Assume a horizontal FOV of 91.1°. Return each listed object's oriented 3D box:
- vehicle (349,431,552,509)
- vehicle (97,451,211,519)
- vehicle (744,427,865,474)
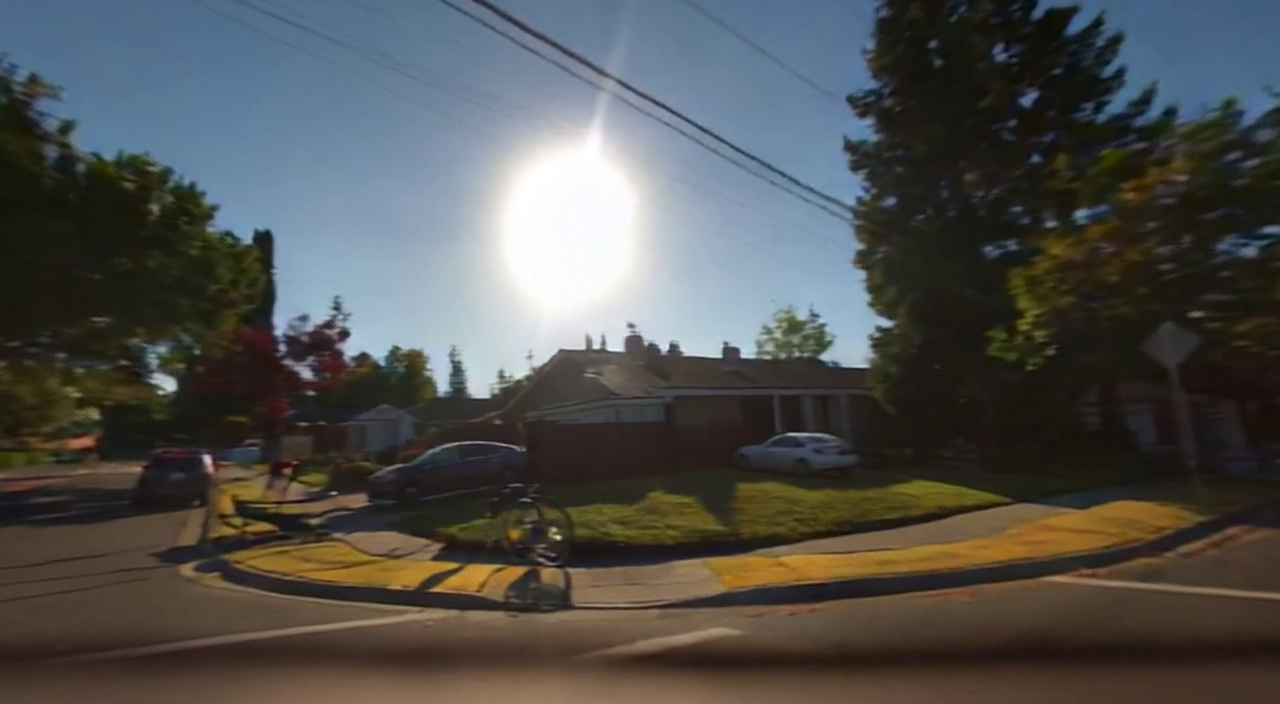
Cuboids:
[{"bbox_3d":[-4.796,2.920,16.127,4.595,1.620,1.984,3,-9,-33],"label":"vehicle"},{"bbox_3d":[-14.042,3.755,18.325,2.242,1.661,4.273,6,-10,-35],"label":"vehicle"},{"bbox_3d":[5.694,3.369,21.628,3.896,1.447,1.919,6,-9,-34],"label":"vehicle"}]
